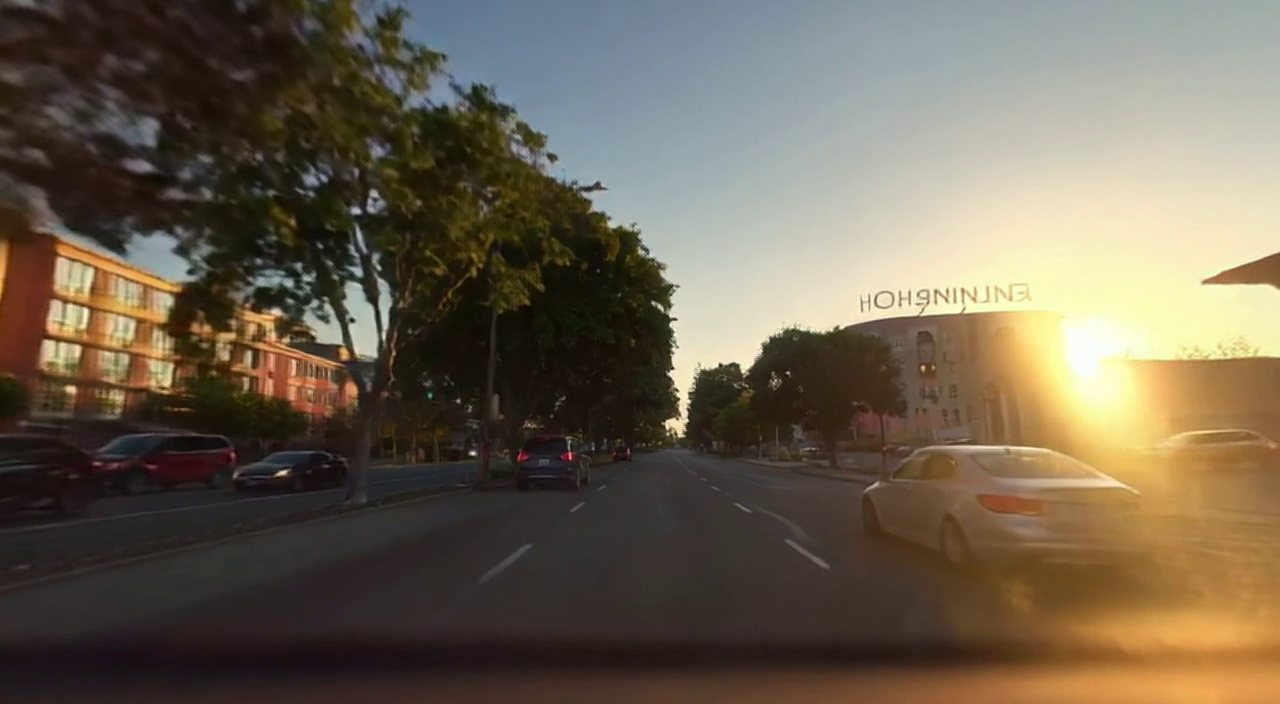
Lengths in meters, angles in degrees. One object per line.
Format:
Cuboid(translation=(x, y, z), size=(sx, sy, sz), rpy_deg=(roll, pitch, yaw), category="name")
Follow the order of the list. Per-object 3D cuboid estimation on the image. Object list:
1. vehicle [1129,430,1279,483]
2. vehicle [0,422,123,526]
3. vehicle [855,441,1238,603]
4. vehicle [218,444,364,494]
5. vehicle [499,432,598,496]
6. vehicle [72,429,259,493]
Cuboid(translation=(24.344, 4.286, 26.086), size=(2.429, 1.938, 6.118), rpy_deg=(2, -9, -17), category="vehicle")
Cuboid(translation=(-11.730, 2.049, 10.590), size=(2.016, 1.710, 4.734), rpy_deg=(0, -9, 1), category="vehicle")
Cuboid(translation=(4.495, 1.900, 8.059), size=(1.960, 1.471, 4.378), rpy_deg=(0, -9, 0), category="vehicle")
Cuboid(translation=(-11.405, 3.836, 21.145), size=(1.960, 1.451, 4.870), rpy_deg=(-1, -9, 2), category="vehicle")
Cuboid(translation=(-2.835, 3.627, 20.888), size=(2.305, 1.833, 4.912), rpy_deg=(-1, -9, 3), category="vehicle")
Cuboid(translation=(-14.993, 3.468, 20.453), size=(2.097, 1.813, 4.998), rpy_deg=(0, -9, 1), category="vehicle")
